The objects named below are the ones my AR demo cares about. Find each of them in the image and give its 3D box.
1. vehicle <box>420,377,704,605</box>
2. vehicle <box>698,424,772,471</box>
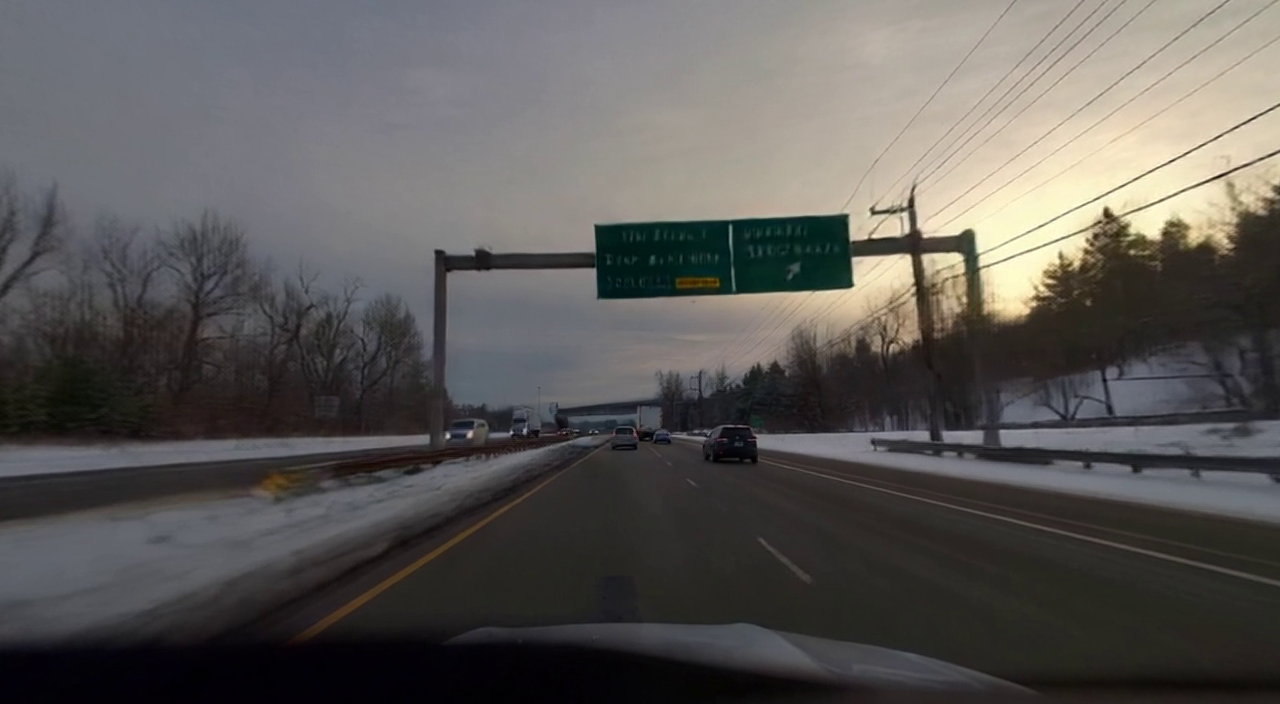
[{"bbox_3d":[-0.616,1.306,6.836,2.134,1.710,4.049,0,-7,-1],"label":"vehicle"},{"bbox_3d":[3.420,3.517,23.326,2.062,1.581,3.914,0,-8,-1],"label":"vehicle"}]
